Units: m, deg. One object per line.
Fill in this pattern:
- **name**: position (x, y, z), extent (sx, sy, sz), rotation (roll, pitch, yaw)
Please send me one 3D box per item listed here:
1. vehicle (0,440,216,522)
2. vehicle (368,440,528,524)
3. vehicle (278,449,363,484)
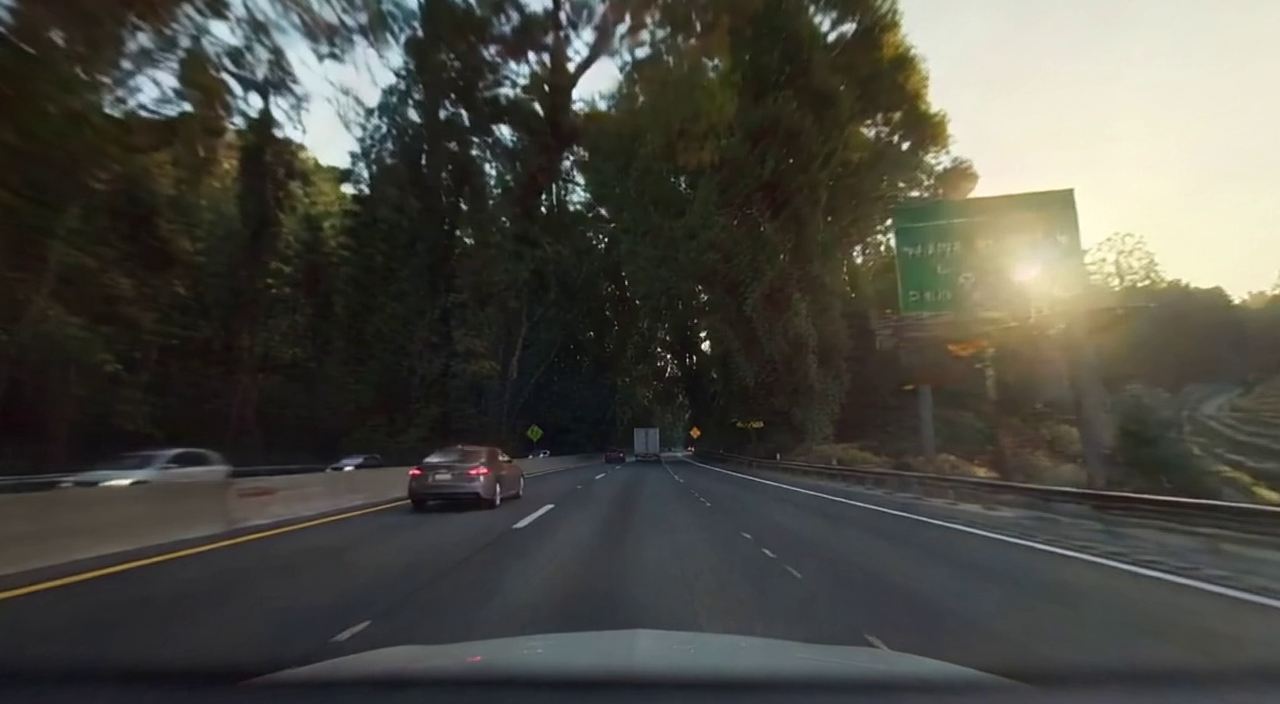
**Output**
- **vehicle**: position (-12.092, 2.800, 14.204), extent (2.089, 1.546, 4.227), rotation (0, -9, 0)
- **vehicle**: position (-3.942, 2.762, 13.933), extent (2.027, 1.519, 4.578), rotation (0, -9, 1)
- **vehicle**: position (-16.261, 5.837, 32.421), extent (1.957, 1.648, 4.562), rotation (0, -9, 0)
